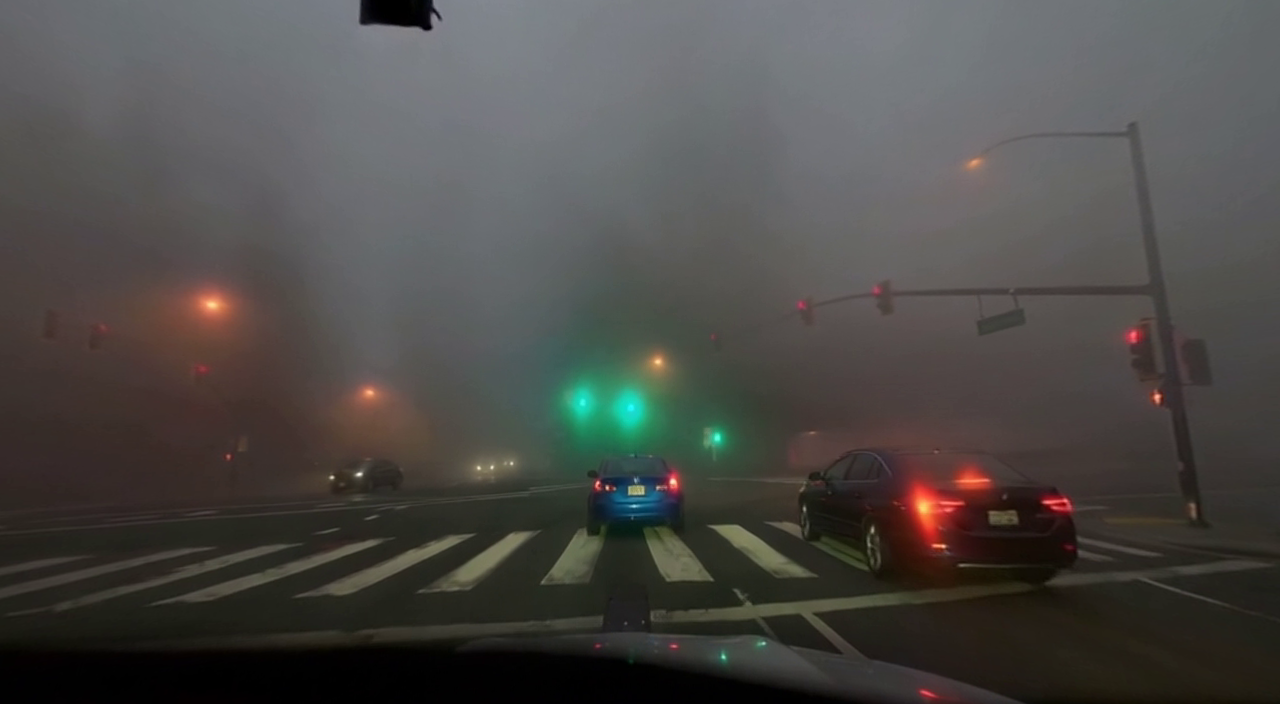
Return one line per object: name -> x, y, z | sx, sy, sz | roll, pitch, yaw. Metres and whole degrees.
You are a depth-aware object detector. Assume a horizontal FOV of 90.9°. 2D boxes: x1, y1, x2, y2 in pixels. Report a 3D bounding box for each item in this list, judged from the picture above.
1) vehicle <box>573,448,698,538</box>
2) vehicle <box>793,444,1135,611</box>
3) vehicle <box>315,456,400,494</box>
vehicle -> -0.086, 2.673, 12.634 | 2.094, 1.481, 4.078 | 0, -8, 0
vehicle -> 3.329, 1.830, 7.589 | 1.860, 1.430, 4.089 | 0, -8, -1
vehicle -> -14.824, 6.445, 33.461 | 2.126, 1.782, 4.880 | 0, -8, 2
